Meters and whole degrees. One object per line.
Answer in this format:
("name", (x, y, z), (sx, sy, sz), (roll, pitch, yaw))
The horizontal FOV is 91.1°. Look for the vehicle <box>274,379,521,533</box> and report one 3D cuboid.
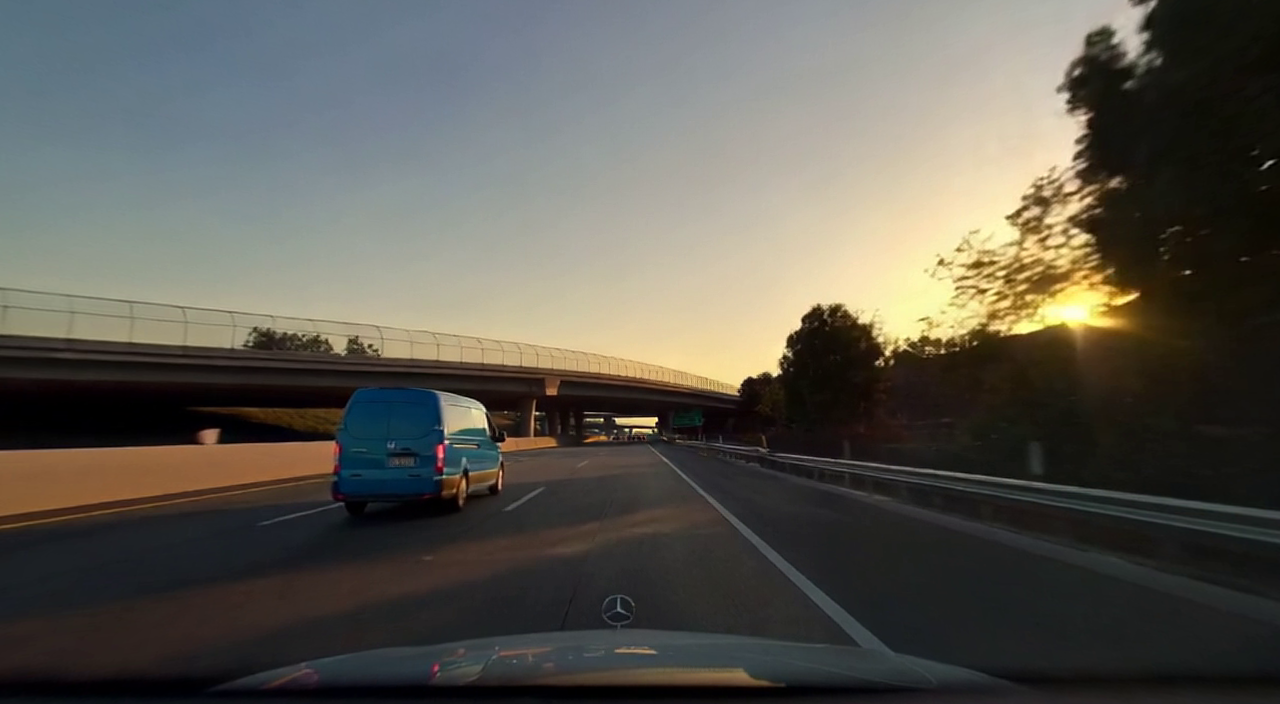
("vehicle", (-3.712, 1.714, 10.915), (2.309, 2.053, 4.884), (0, -8, 0))
